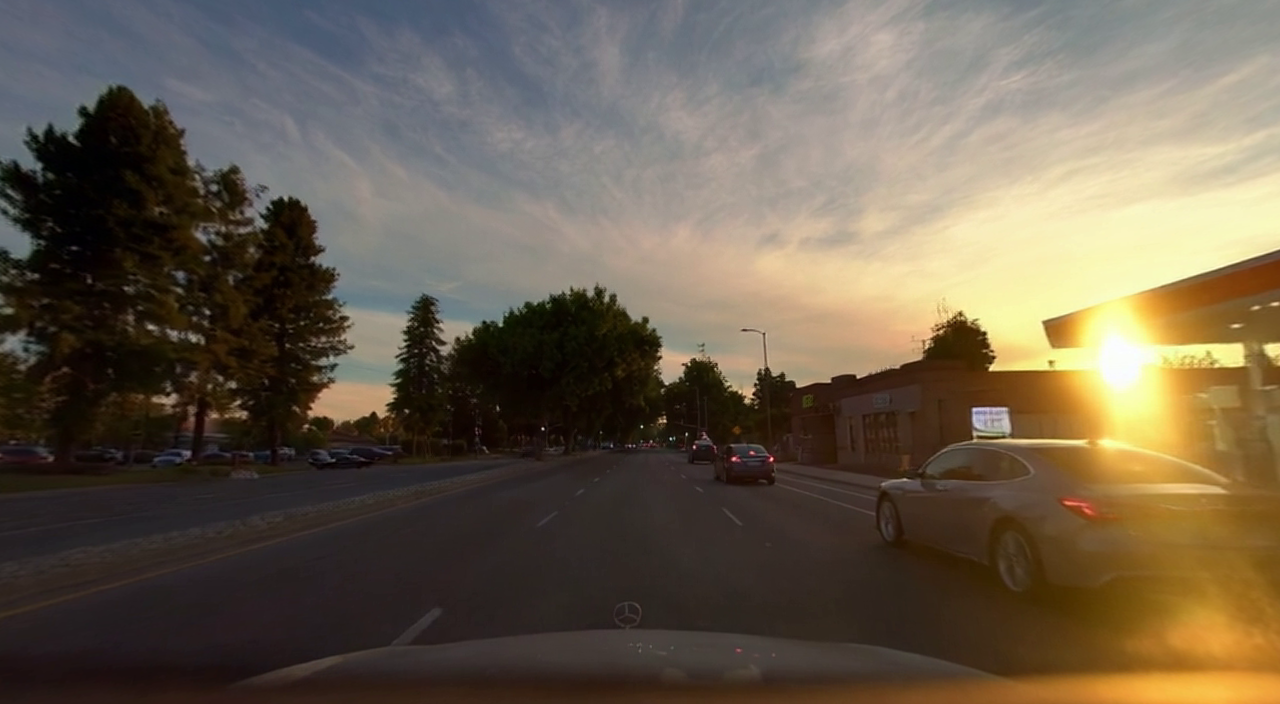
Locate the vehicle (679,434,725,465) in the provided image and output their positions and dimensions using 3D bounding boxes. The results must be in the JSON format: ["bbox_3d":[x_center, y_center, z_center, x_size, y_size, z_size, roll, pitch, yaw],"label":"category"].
[{"bbox_3d":[4.105,6.588,42.597,2.611,1.983,5.165,0,-9,0],"label":"vehicle"}]

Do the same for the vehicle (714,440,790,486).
[{"bbox_3d":[3.802,3.835,22.083,1.871,1.442,4.122,0,-9,0],"label":"vehicle"}]

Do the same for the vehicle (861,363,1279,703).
[{"bbox_3d":[3.620,1.244,5.081,1.875,1.665,4.931,0,-9,0],"label":"vehicle"}]

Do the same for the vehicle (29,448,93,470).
[{"bbox_3d":[-43.988,8.095,48.007,1.820,1.459,4.381,1,-8,-18],"label":"vehicle"}]
